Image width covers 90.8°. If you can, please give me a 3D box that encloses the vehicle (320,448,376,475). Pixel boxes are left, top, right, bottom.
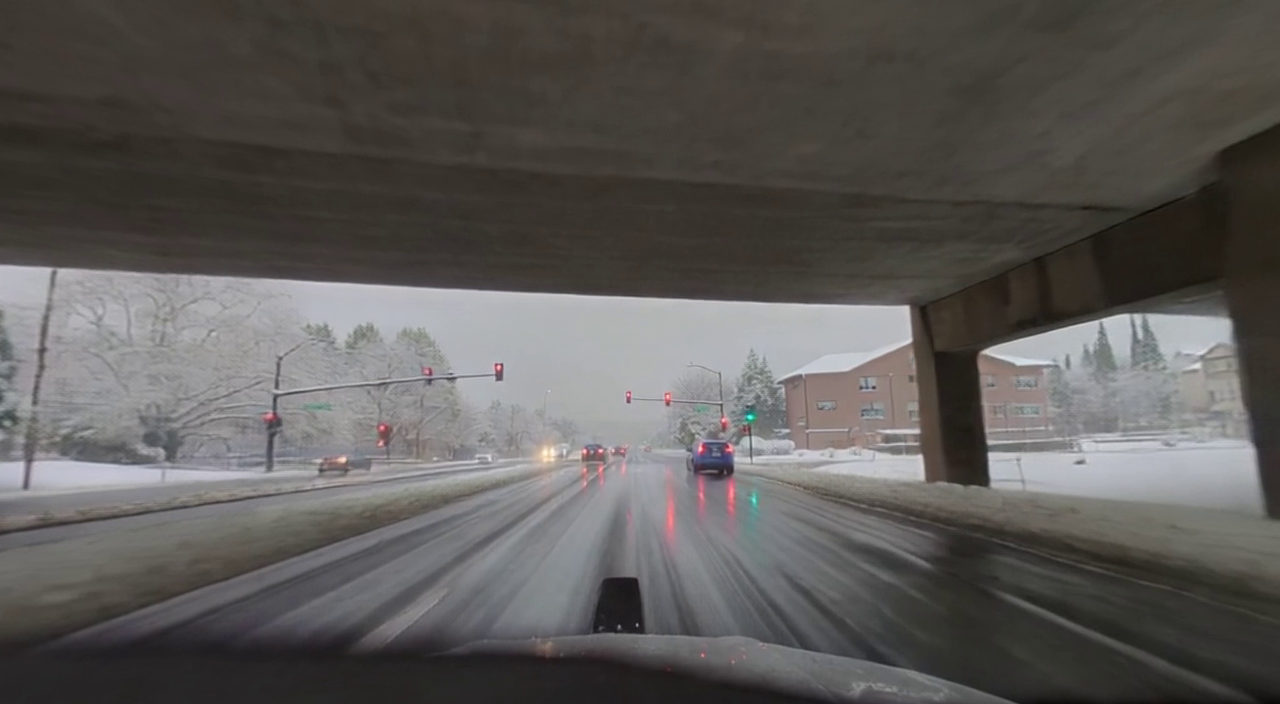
[{"bbox_3d":[-20.522,7.700,44.555,1.918,1.790,4.081,0,-8,0],"label":"vehicle"}]

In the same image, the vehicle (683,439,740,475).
[{"bbox_3d":[3.249,4.875,29.581,2.068,1.497,4.247,0,-8,-2],"label":"vehicle"}]
